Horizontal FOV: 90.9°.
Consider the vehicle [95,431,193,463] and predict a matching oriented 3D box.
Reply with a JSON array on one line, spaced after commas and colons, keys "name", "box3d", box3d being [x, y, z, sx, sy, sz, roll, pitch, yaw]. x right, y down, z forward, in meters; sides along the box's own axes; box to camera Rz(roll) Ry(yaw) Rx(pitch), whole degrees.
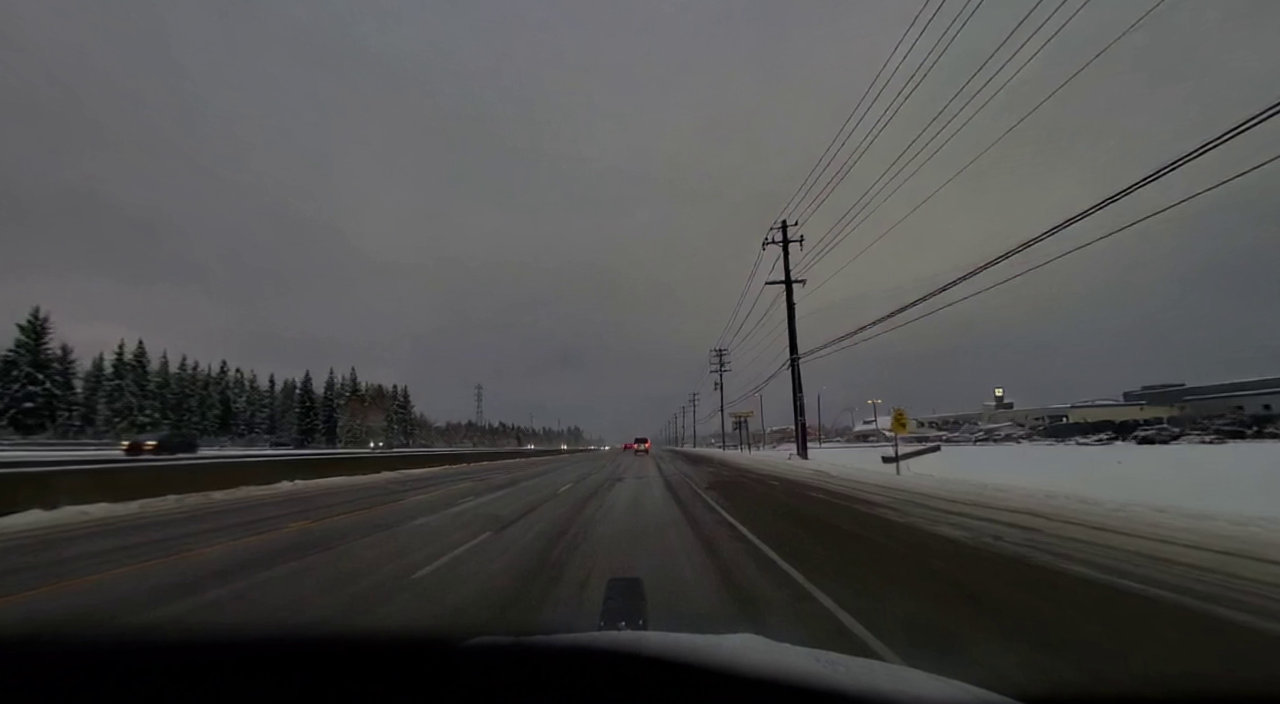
[{"name": "vehicle", "box3d": [-30.464, 5.865, 38.966, 2.056, 1.823, 4.811, 0, -8, 0]}]
